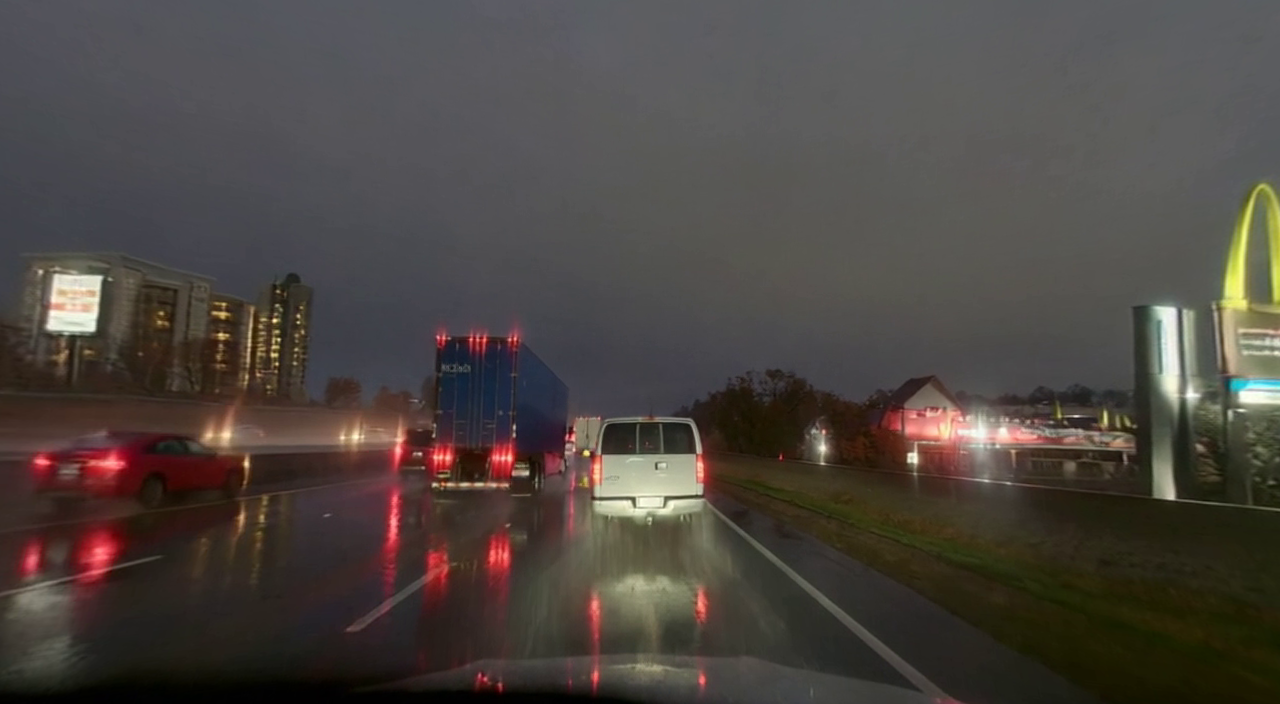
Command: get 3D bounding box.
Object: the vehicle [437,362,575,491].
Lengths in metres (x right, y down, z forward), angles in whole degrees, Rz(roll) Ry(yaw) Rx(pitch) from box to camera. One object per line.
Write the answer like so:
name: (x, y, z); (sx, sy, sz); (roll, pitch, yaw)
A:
vehicle: (-4.074, 2.648, 21.515); (2.814, 3.513, 8.529); (0, -9, 0)

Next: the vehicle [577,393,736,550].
vehicle: (0.139, 1.771, 9.851); (1.947, 1.910, 4.040); (0, -9, -2)

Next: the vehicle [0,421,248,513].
vehicle: (-11.256, 2.500, 14.170); (1.915, 1.710, 4.670); (0, -9, -1)
